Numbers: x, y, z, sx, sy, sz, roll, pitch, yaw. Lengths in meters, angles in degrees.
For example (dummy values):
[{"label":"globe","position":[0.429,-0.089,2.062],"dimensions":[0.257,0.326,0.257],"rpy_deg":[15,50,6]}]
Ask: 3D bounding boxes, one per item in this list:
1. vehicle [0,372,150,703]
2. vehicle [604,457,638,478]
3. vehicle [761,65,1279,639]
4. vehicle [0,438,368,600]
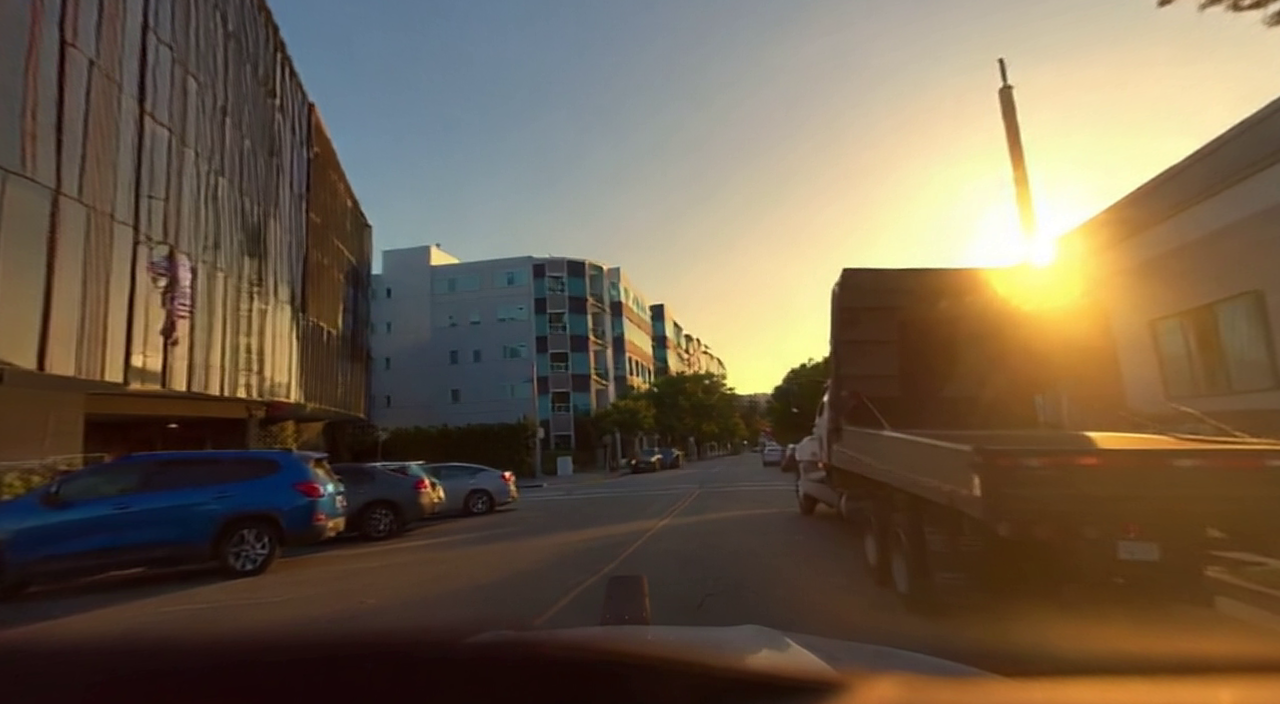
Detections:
[{"label":"vehicle","position":[-3.318,0.638,0.192],"dimensions":[2.311,1.631,4.510],"rpy_deg":[-1,-8,9]},{"label":"vehicle","position":[-1.410,8.928,48.849],"dimensions":[1.798,1.459,4.306],"rpy_deg":[-1,-8,10]},{"label":"vehicle","position":[3.805,0.740,10.303],"dimensions":[3.320,4.034,11.553],"rpy_deg":[-2,-9,11]},{"label":"vehicle","position":[-6.912,2.214,9.137],"dimensions":[5.022,1.872,2.137],"rpy_deg":[6,-10,-34]}]
